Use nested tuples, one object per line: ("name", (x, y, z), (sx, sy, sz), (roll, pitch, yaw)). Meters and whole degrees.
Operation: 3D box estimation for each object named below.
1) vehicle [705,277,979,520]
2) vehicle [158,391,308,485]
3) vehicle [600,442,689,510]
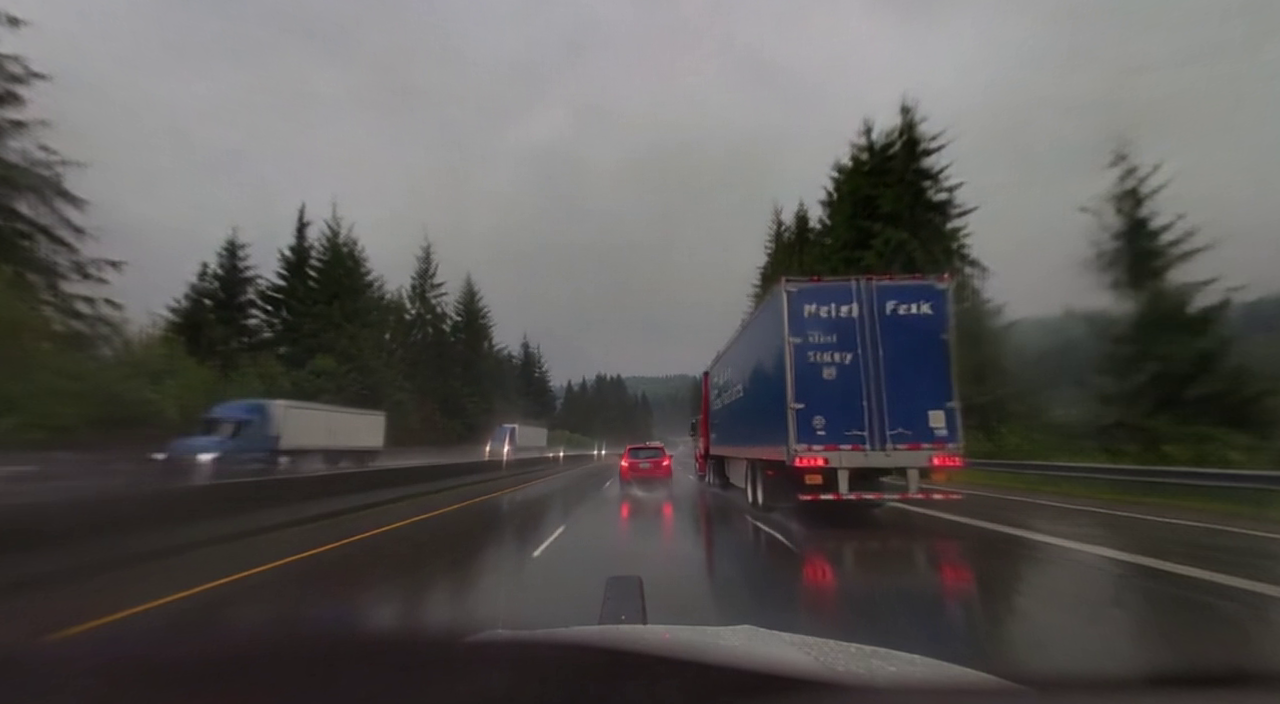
("vehicle", (3.970, 1.804, 17.245), (2.960, 4.018, 13.834), (0, -9, 0))
("vehicle", (-19.106, 4.170, 30.166), (2.985, 3.989, 5.913), (0, -9, 1))
("vehicle", (0.085, 3.221, 16.825), (2.039, 1.532, 4.610), (0, -9, -1))
